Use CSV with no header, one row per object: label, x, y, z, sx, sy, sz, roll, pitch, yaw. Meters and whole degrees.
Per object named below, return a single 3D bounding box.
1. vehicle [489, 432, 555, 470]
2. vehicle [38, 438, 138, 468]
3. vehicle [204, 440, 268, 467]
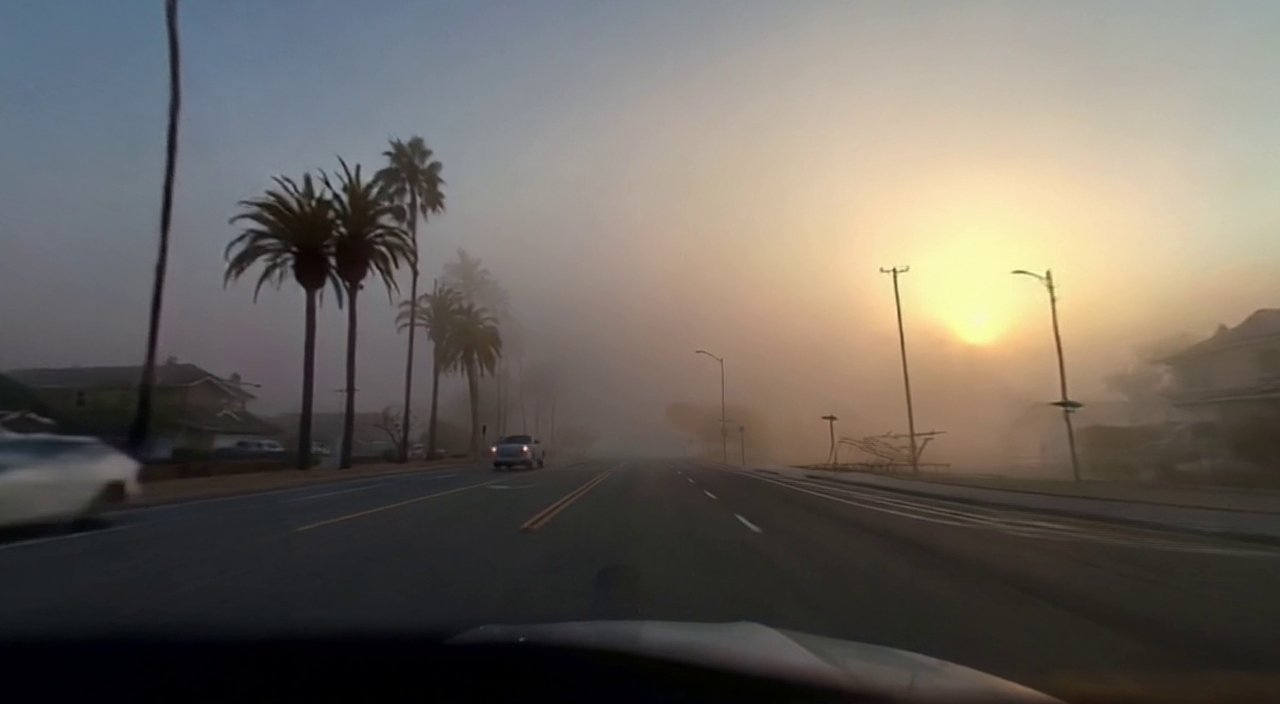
vehicle,-6.073,5.161,33.310,2.139,1.794,5.925,0,-8,2
vehicle,-39.221,7.171,45.053,4.768,1.945,2.386,3,-8,-26
vehicle,-29.081,7.287,45.399,4.687,1.649,1.993,-7,-5,31
